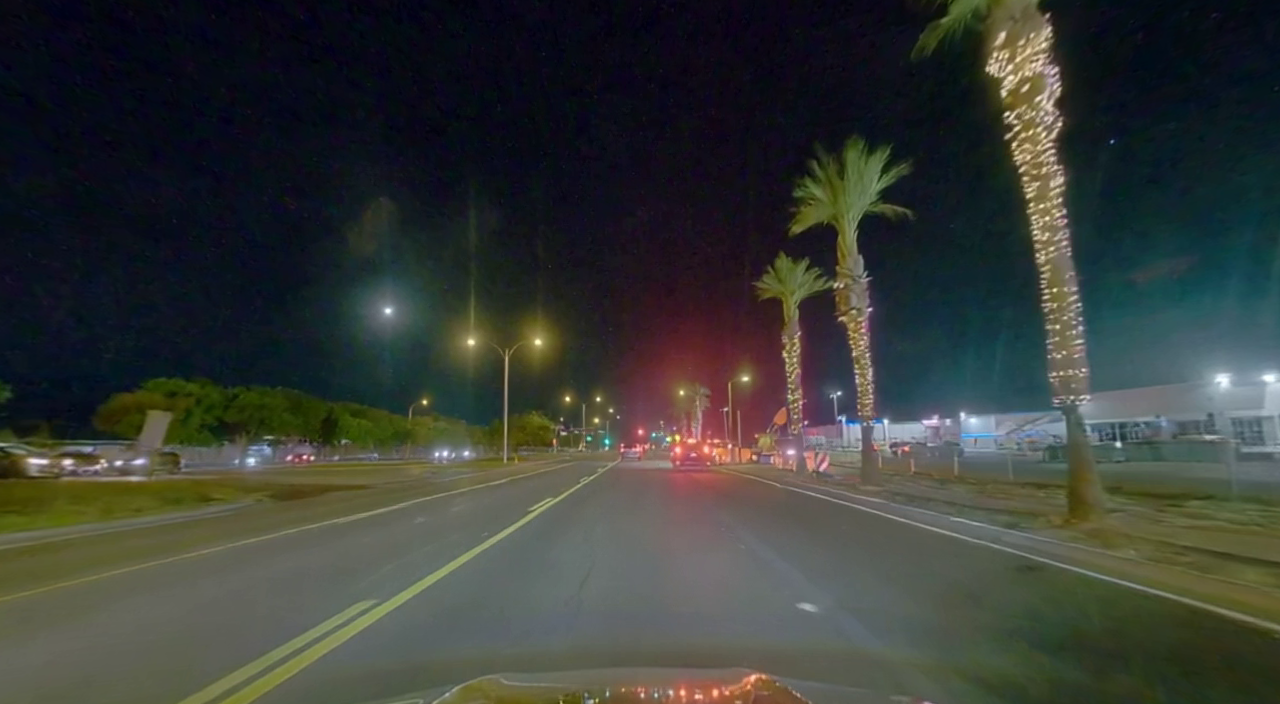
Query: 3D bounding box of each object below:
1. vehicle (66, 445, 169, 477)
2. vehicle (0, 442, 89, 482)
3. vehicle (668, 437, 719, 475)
[{"bbox_3d":[-27.339,5.693,33.037,1.939,1.500,4.057,1,-8,-1],"label":"vehicle"},{"bbox_3d":[-25.390,4.390,25.188,4.663,1.501,1.909,6,-10,-37],"label":"vehicle"},{"bbox_3d":[2.929,5.847,35.716,2.386,1.970,5.665,0,-8,0],"label":"vehicle"}]
